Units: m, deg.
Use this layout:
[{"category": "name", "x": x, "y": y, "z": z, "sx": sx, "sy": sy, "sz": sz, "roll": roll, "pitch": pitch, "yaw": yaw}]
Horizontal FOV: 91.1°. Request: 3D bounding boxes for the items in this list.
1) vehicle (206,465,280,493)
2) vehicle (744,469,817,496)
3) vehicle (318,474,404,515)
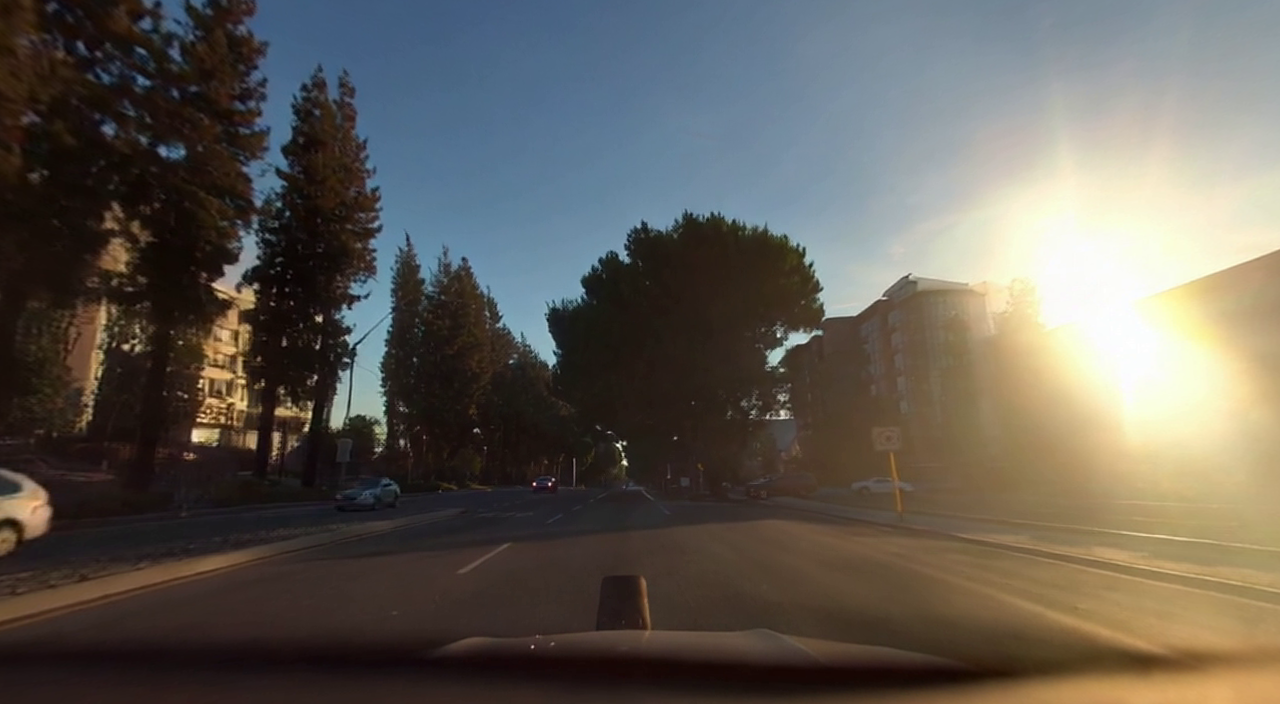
[{"category": "vehicle", "x": -28.359, "y": 9.123, "z": 44.911, "sx": 3.770, "sy": 1.737, "sz": 2.102, "roll": -1, "pitch": -15, "yaw": -3}, {"category": "vehicle", "x": 10.321, "y": 9.622, "z": 46.526, "sx": 4.903, "sy": 1.831, "sz": 2.098, "roll": 0, "pitch": -9, "yaw": 1}, {"category": "vehicle", "x": -12.544, "y": 6.406, "z": 28.560, "sx": 1.941, "sy": 1.511, "sz": 4.348, "roll": 0, "pitch": -9, "yaw": 0}]
